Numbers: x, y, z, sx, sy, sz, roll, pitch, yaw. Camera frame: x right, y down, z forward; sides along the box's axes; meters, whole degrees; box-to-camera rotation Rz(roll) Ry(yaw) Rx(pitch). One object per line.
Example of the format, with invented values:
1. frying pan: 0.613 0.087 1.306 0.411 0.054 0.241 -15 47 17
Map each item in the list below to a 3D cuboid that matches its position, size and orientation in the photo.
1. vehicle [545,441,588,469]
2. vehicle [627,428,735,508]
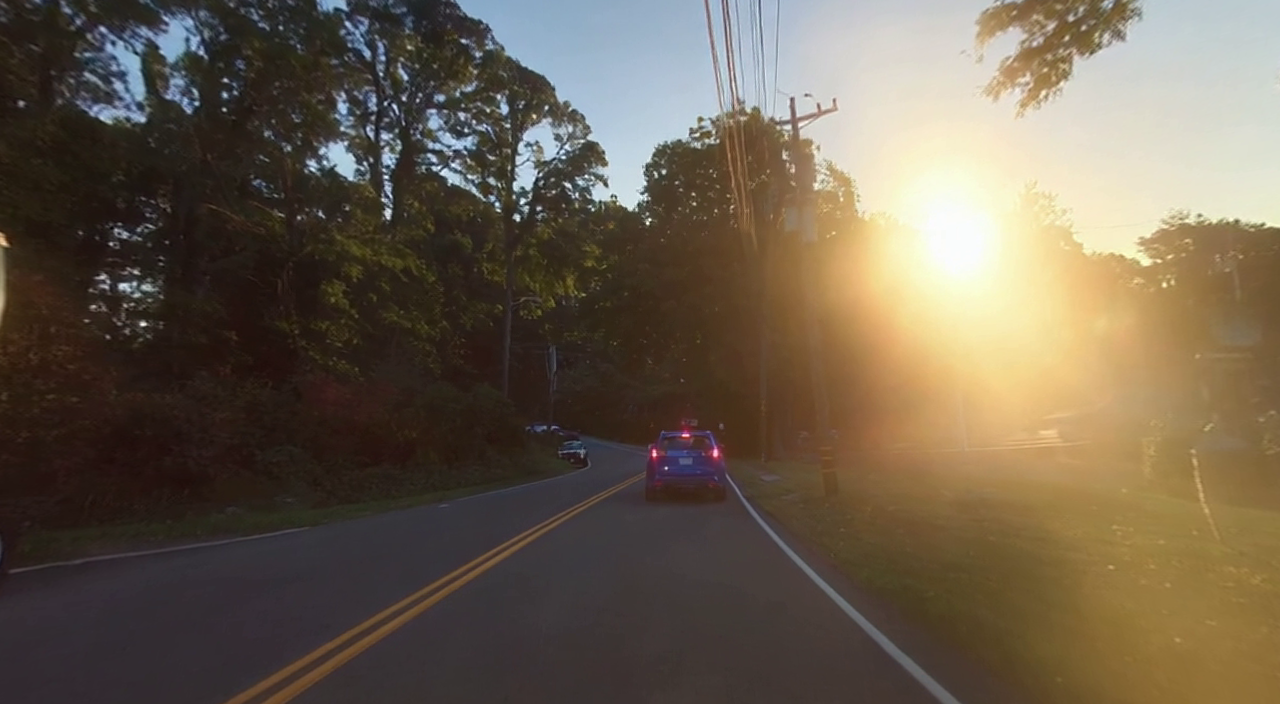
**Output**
1. vehicle: -5.603 7.697 47.375 2.668 1.981 5.575 2 -9 -12
2. vehicle: 0.845 2.510 14.026 2.081 1.503 3.726 0 -8 2
